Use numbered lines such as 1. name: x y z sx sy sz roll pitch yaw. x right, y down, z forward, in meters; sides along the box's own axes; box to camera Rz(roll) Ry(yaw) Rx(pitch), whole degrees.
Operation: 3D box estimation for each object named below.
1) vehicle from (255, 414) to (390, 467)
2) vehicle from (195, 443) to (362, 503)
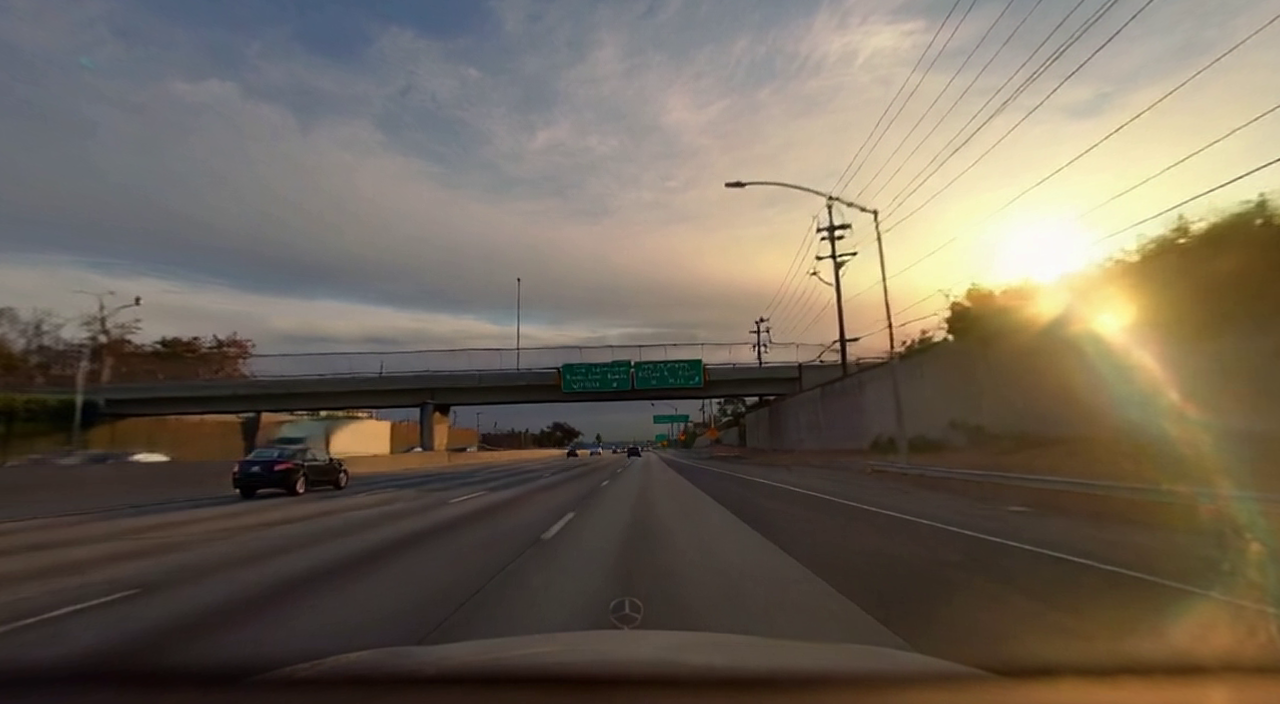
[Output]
1. vehicle: -23.426 6.759 48.087 2.941 3.391 14.236 0 -8 0
2. vehicle: -10.113 3.376 18.179 2.056 1.476 4.562 0 -8 1
